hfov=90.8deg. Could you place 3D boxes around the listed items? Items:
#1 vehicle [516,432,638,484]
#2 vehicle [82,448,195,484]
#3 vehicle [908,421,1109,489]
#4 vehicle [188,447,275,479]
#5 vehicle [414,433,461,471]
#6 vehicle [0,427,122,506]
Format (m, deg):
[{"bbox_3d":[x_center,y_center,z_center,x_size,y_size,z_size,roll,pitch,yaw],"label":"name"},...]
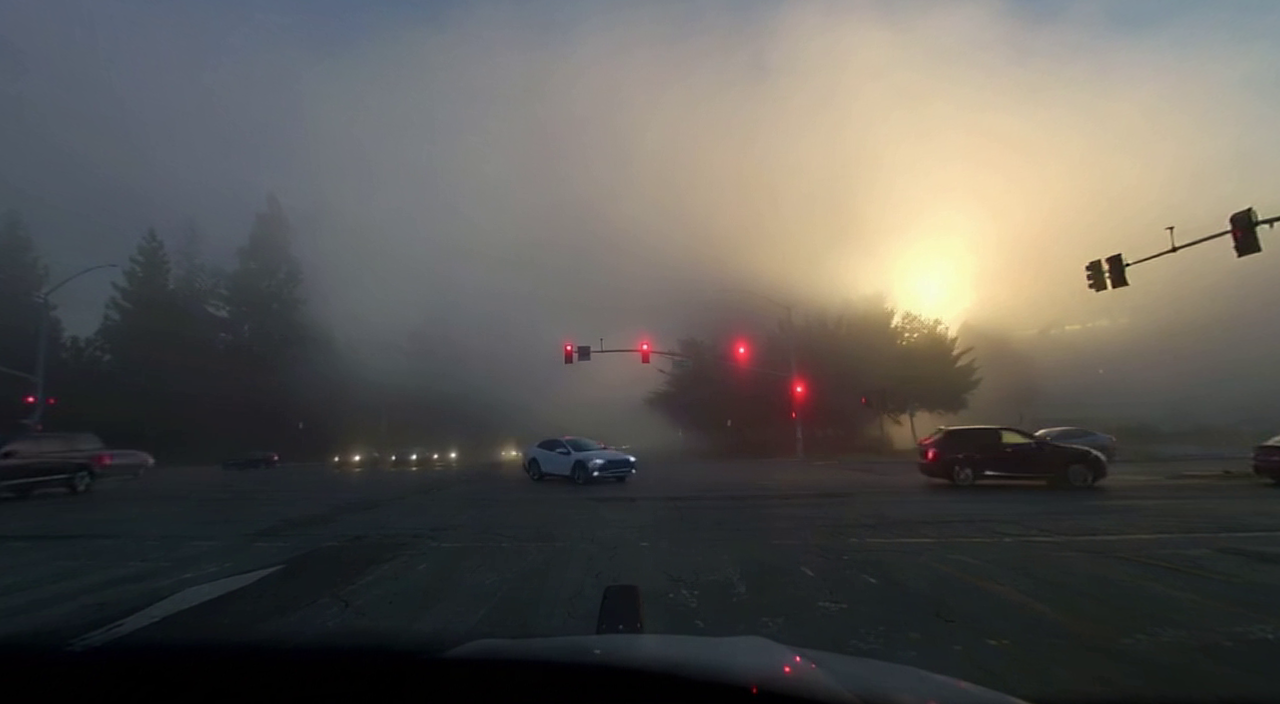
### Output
[{"bbox_3d":[-2.313,3.780,22.812,4.180,1.678,1.982,-7,-11,37],"label":"vehicle"},{"bbox_3d":[-27.726,6.284,35.171,2.007,1.783,4.694,-1,-9,8],"label":"vehicle"},{"bbox_3d":[10.930,3.112,19.180,4.767,1.877,2.017,-2,-9,12],"label":"vehicle"},{"bbox_3d":[-23.013,6.217,35.818,1.938,1.676,4.483,0,-9,0],"label":"vehicle"},{"bbox_3d":[-11.312,5.573,35.442,2.223,1.972,5.310,2,-9,-17],"label":"vehicle"},{"bbox_3d":[-16.386,2.945,16.365,1.977,1.878,4.575,0,-9,0],"label":"vehicle"}]
